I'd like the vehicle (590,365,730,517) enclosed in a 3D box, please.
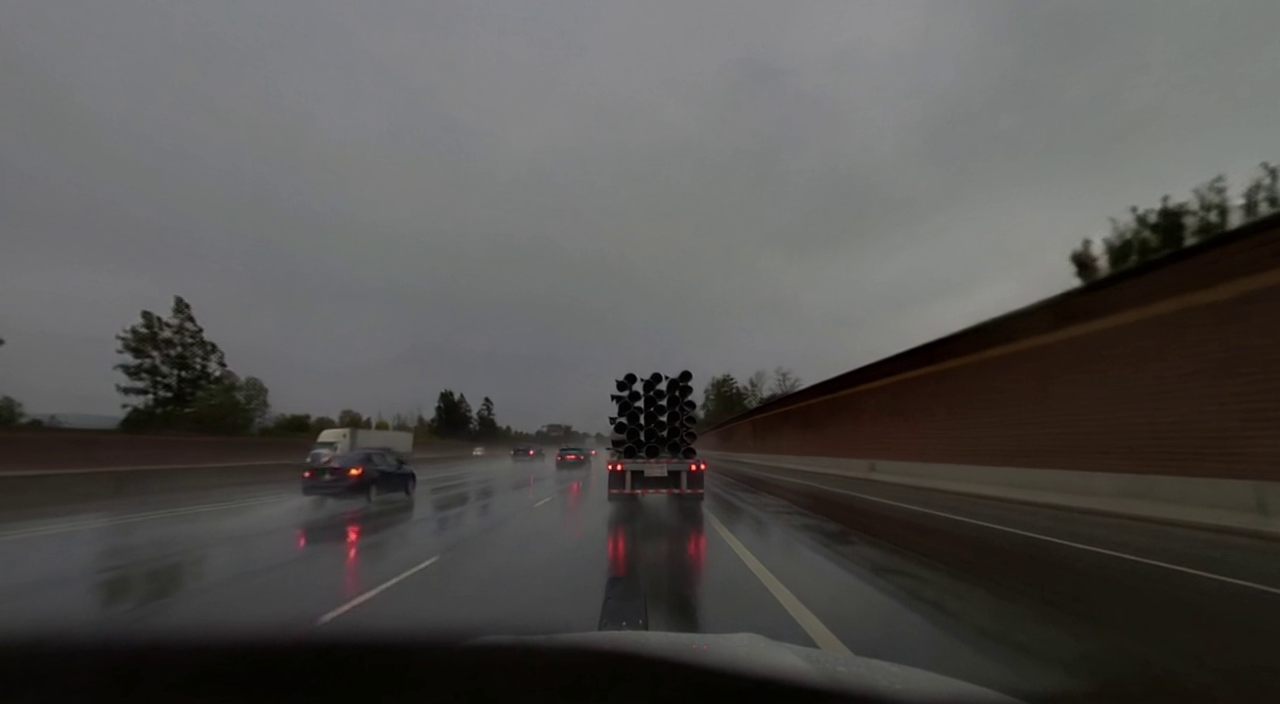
[{"bbox_3d":[0.424,2.397,16.986,2.798,3.071,8.412,0,-8,0],"label":"vehicle"}]

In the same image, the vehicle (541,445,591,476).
[{"bbox_3d":[-3.723,5.522,32.470,1.974,1.475,4.538,0,-8,1],"label":"vehicle"}]

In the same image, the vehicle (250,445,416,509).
[{"bbox_3d":[-7.903,3.228,16.870,2.006,1.458,4.700,0,-8,1],"label":"vehicle"}]

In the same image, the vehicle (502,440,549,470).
[{"bbox_3d":[-7.560,6.864,42.179,2.164,1.874,5.004,0,-8,1],"label":"vehicle"}]
